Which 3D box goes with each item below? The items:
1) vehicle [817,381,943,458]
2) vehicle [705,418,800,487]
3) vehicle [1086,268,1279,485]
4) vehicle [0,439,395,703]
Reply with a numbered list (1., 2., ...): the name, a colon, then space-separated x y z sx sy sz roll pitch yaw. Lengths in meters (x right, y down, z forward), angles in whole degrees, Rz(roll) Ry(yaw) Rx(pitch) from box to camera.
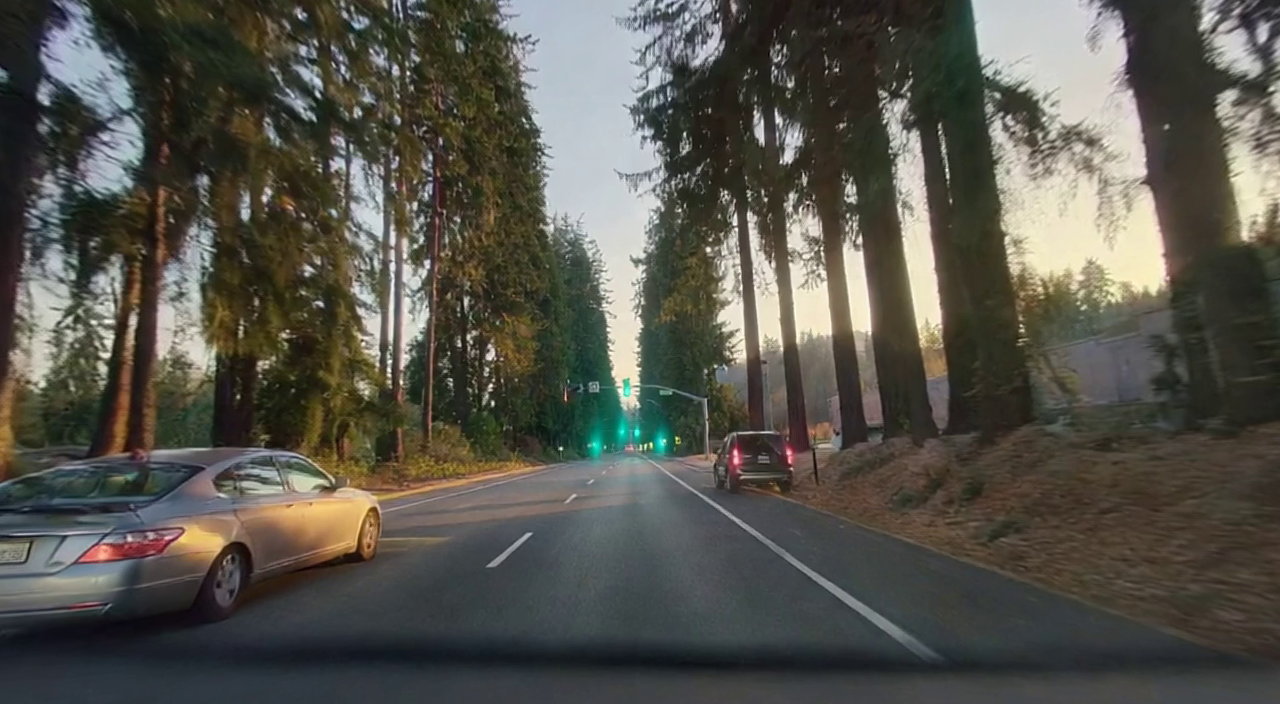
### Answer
1. vehicle: 13.637 4.243 37.563 2.862 3.816 12.219 0 -8 1
2. vehicle: 4.343 4.082 25.952 2.554 2.388 6.973 0 -8 0
3. vehicle: 13.416 0.011 9.865 2.952 3.965 13.114 -5 -10 -1
4. vehicle: -3.889 1.485 5.333 1.946 1.437 4.154 0 -8 0
